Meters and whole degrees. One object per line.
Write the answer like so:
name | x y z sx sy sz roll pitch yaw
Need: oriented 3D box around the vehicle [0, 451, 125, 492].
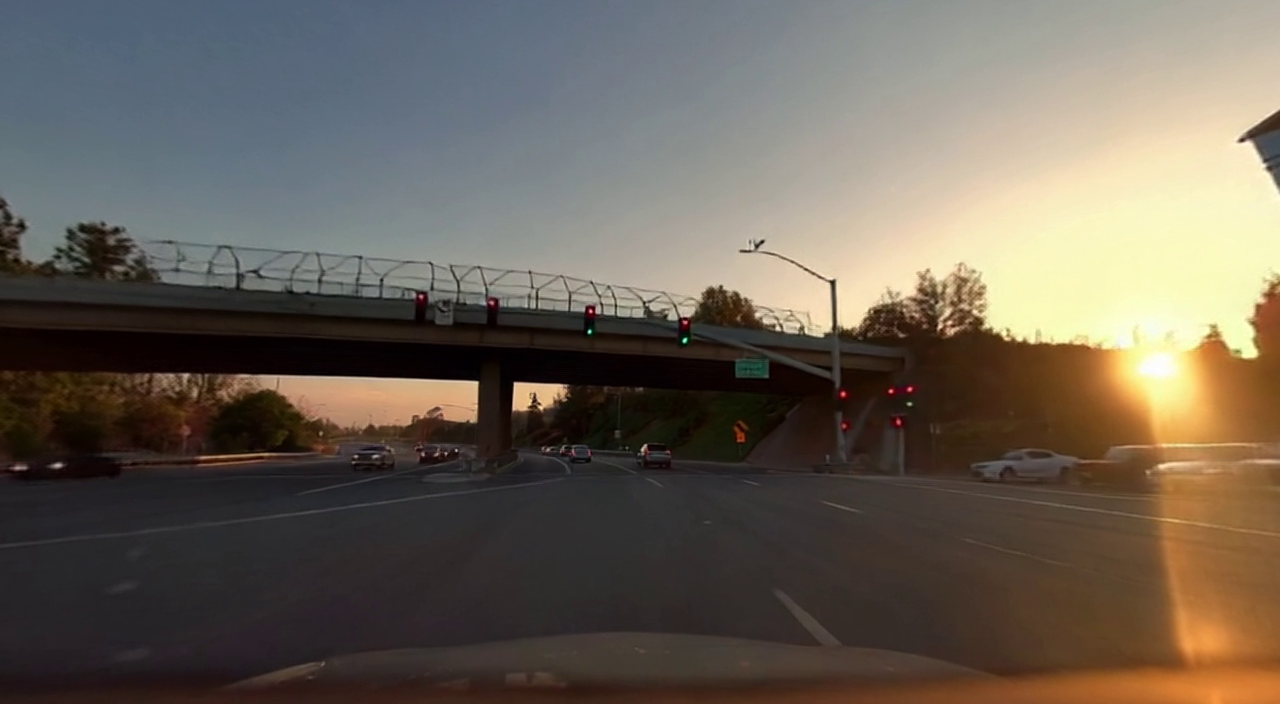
vehicle | -25.195 5.103 27.386 2.020 1.515 4.808 1 -8 -6

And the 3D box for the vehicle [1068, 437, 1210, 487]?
vehicle | 17.456 3.813 22.136 4.154 1.603 1.834 3 -9 -19

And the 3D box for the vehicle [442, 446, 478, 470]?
vehicle | -11.998 7.071 42.326 1.722 1.519 3.826 1 -9 -8

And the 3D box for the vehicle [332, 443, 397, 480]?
vehicle | -14.018 5.546 32.437 1.989 1.619 4.612 1 -7 -10

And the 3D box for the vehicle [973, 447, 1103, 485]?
vehicle | 16.262 4.622 25.857 4.490 1.430 1.996 3 -9 -19

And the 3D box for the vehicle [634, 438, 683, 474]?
vehicle | 0.907 5.441 33.245 2.024 1.724 3.928 1 -9 -7

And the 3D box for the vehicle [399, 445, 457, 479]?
vehicle | -11.130 5.766 33.480 1.961 1.492 4.479 0 -7 -6
